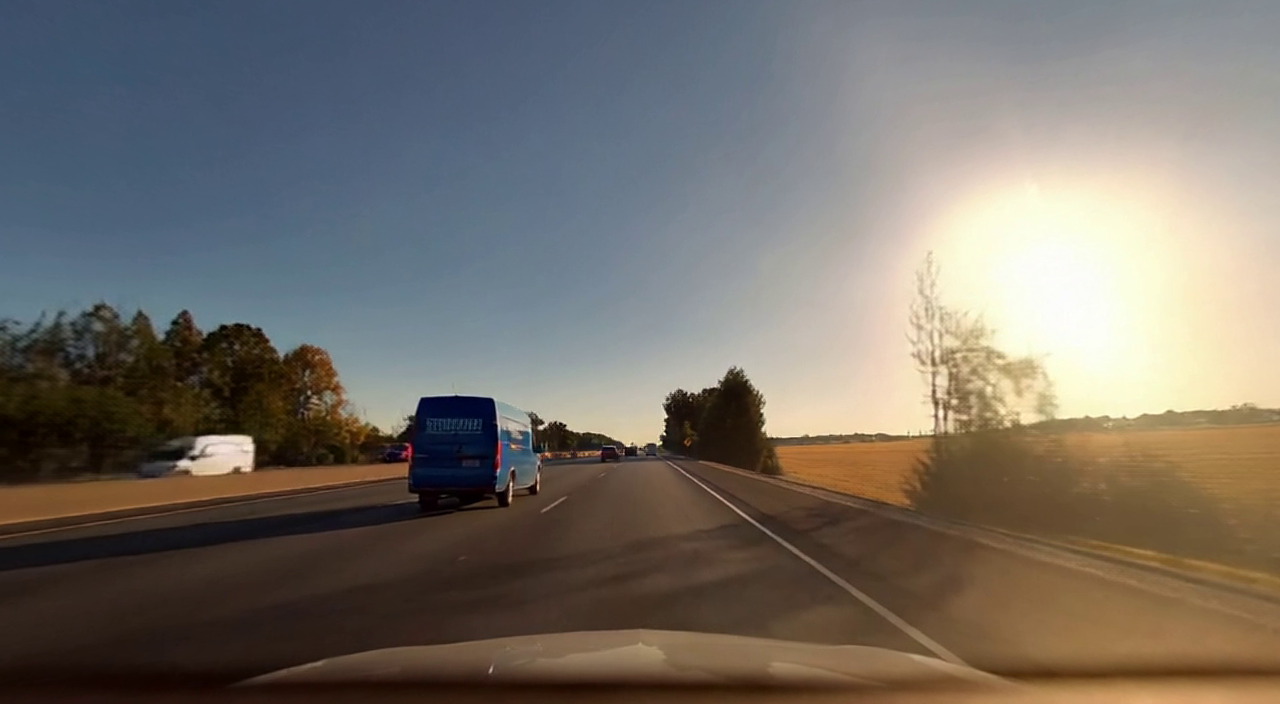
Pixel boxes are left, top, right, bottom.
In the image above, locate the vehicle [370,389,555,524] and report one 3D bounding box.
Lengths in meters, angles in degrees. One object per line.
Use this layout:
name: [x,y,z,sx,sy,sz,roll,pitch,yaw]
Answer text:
vehicle: [-3.484,2.226,13.780,2.360,2.367,5.223,0,-9,2]
